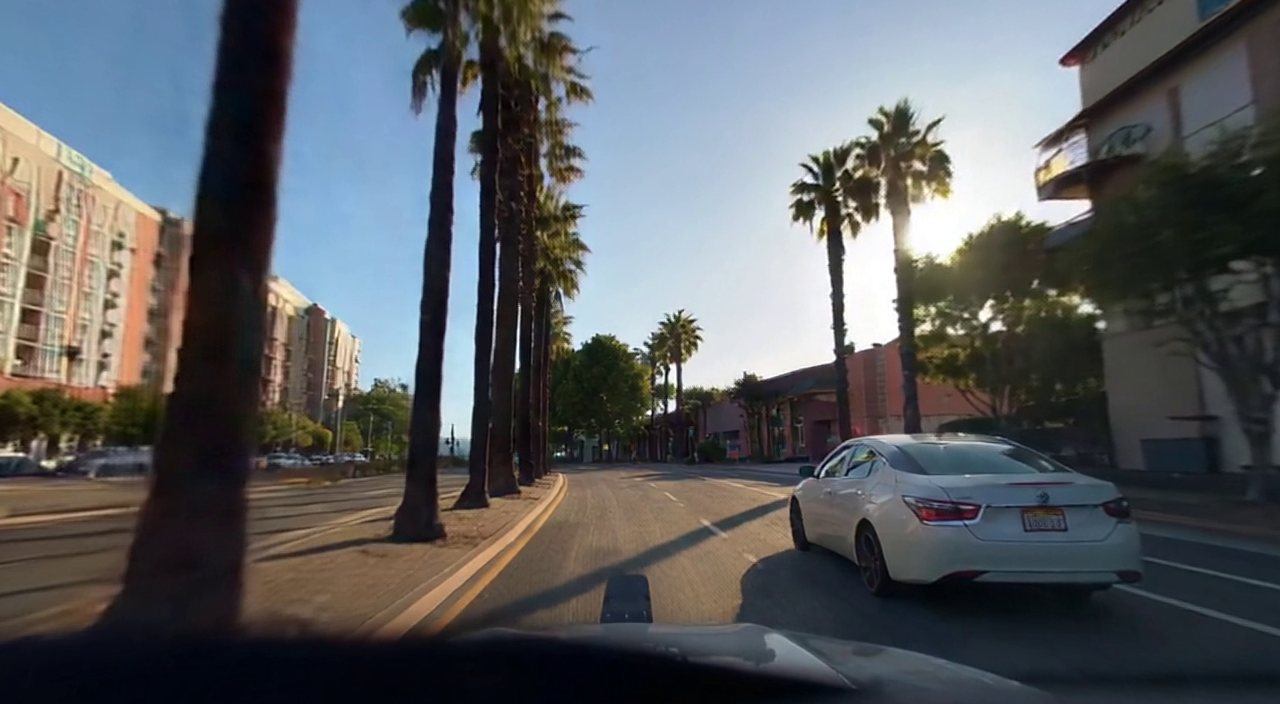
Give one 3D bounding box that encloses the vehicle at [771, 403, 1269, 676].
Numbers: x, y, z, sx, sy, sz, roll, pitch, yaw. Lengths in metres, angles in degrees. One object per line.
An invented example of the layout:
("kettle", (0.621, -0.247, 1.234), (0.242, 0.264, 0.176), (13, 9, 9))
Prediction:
("vehicle", (2.674, 1.413, 5.887), (1.867, 1.554, 4.301), (0, -9, -1))
